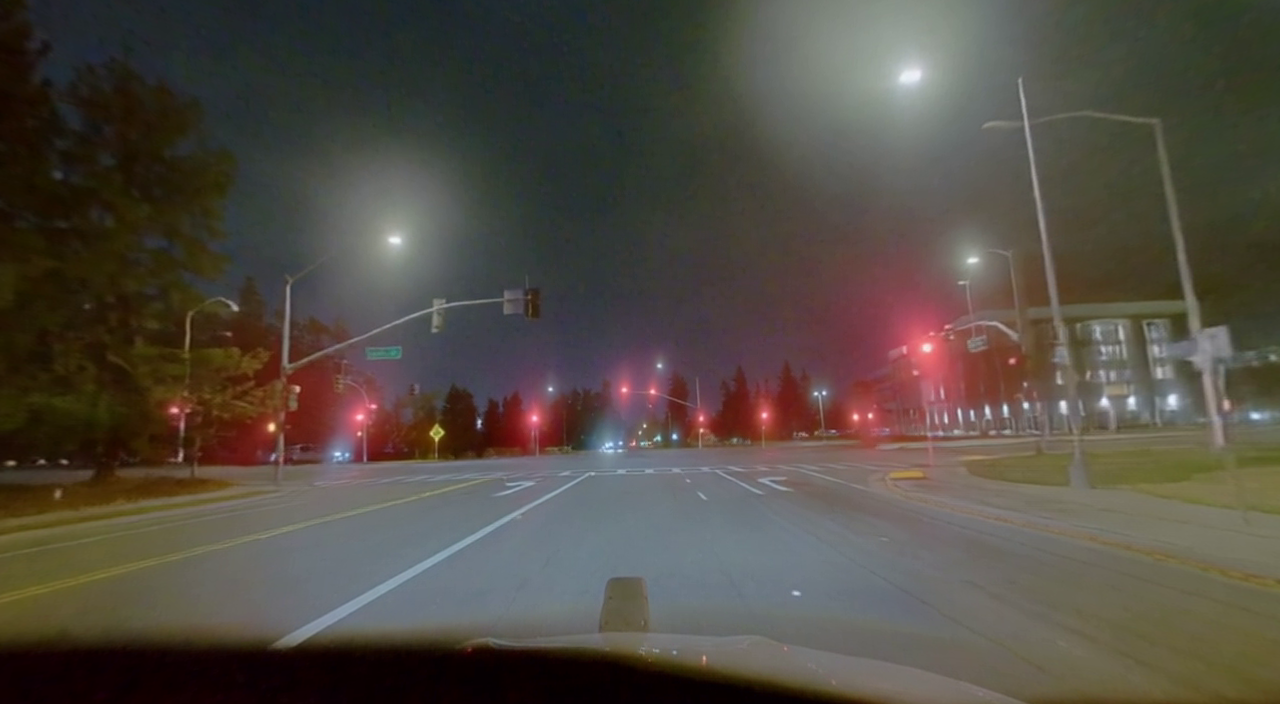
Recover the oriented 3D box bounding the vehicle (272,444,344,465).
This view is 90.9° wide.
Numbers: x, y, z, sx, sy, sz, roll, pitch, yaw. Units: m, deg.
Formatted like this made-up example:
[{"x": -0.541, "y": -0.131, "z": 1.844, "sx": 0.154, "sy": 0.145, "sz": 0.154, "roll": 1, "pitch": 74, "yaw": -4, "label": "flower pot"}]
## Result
[{"x": -24.997, "y": 7.712, "z": 47.537, "sx": 4.332, "sy": 1.573, "sz": 1.900, "roll": 0, "pitch": -8, "yaw": 3, "label": "vehicle"}]
